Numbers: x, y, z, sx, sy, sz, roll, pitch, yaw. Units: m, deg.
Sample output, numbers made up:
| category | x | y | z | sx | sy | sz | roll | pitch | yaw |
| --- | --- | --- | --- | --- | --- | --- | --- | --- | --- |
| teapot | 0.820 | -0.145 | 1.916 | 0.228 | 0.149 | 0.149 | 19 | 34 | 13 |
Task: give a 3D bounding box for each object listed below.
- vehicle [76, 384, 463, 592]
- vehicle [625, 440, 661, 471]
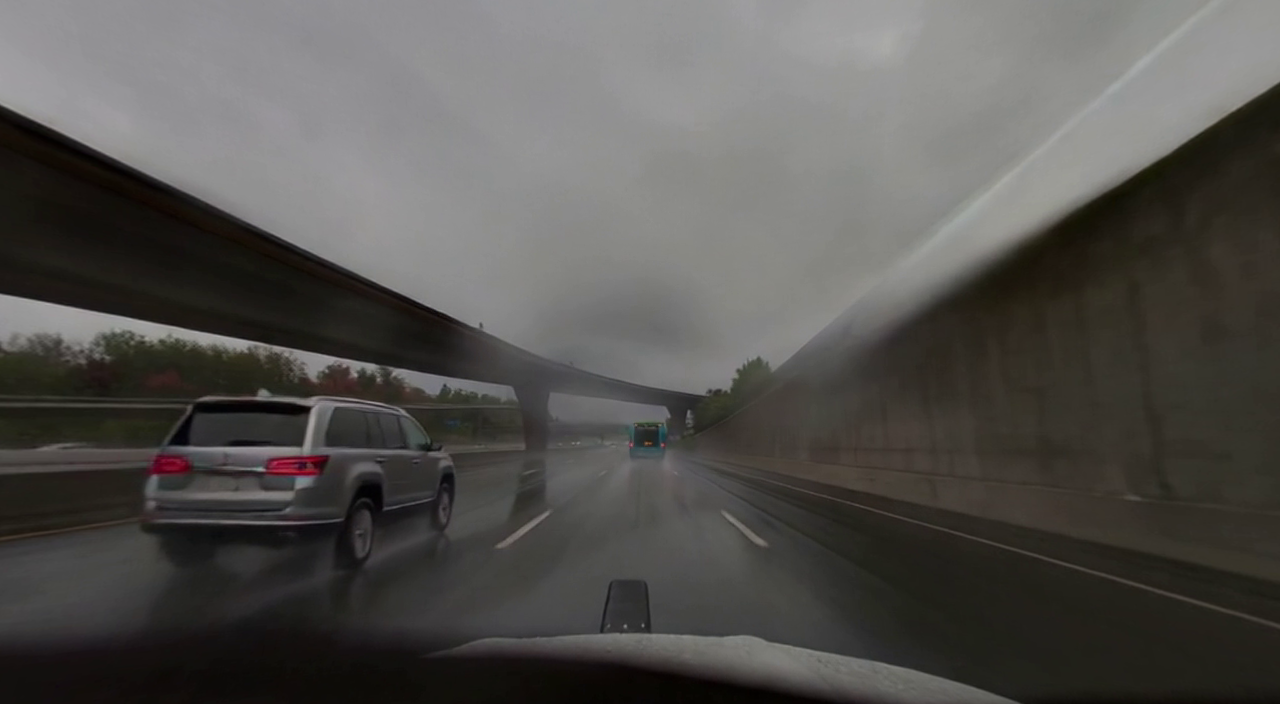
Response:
| category | x | y | z | sx | sy | sz | roll | pitch | yaw |
| --- | --- | --- | --- | --- | --- | --- | --- | --- | --- |
| vehicle | -4.120 | 1.619 | 8.329 | 2.147 | 1.918 | 4.834 | 0 | -8 | 0 |
| vehicle | 0.164 | 6.148 | 37.685 | 2.052 | 1.711 | 4.223 | 0 | -8 | 0 |
